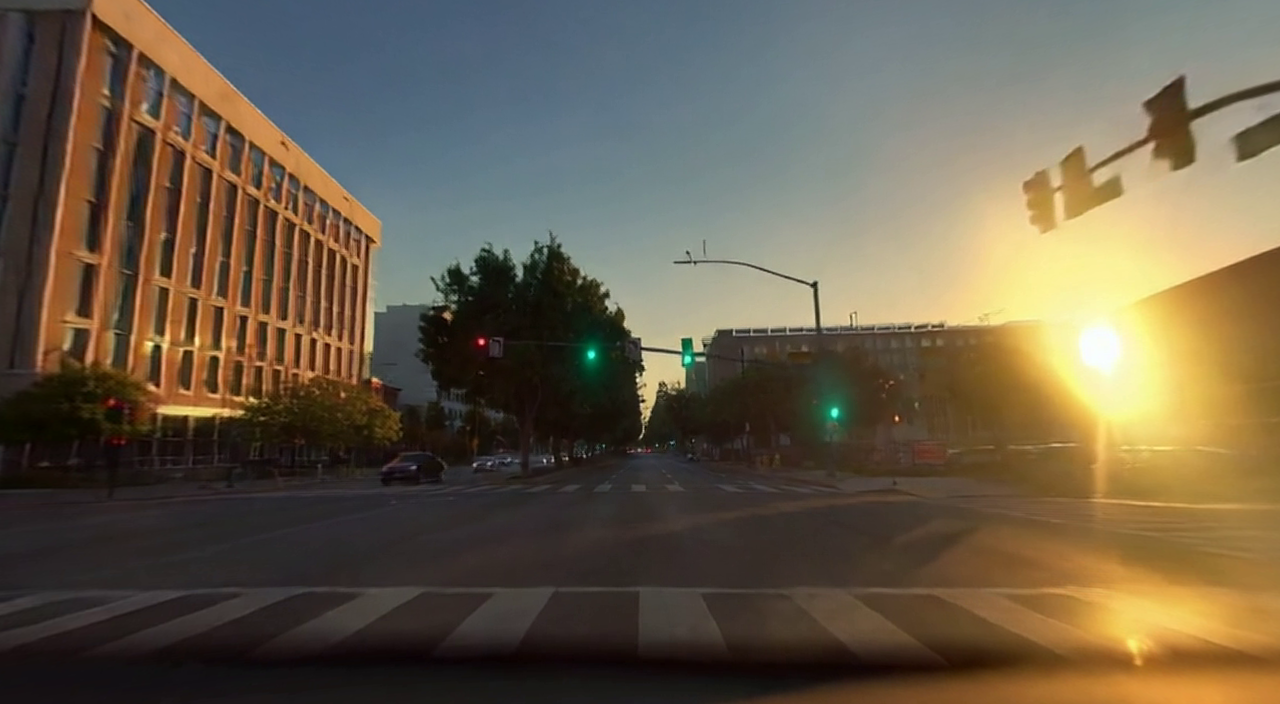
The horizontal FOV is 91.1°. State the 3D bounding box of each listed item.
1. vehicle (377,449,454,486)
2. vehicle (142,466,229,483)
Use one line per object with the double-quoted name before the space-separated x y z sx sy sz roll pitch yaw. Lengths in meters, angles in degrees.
"vehicle" -11.528 5.936 32.640 2.069 1.673 4.853 -1 -8 1
"vehicle" -30.548 8.239 42.254 4.611 1.021 1.473 1 -8 -4
